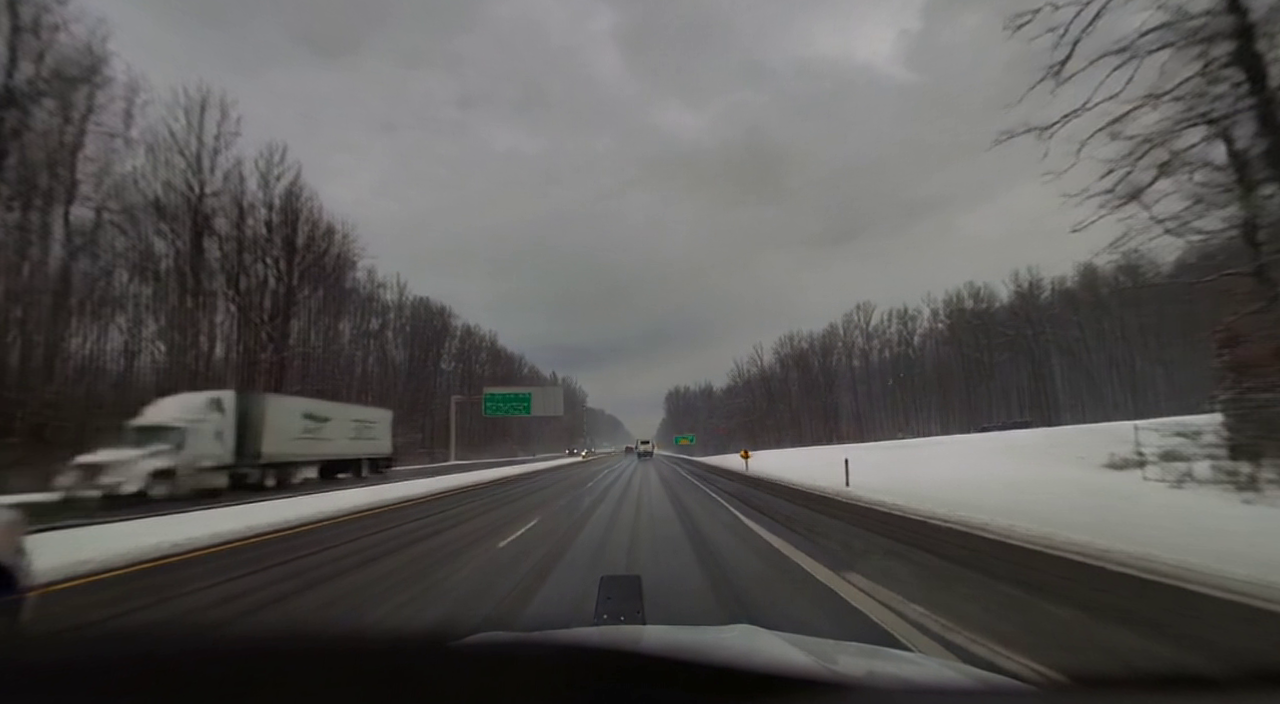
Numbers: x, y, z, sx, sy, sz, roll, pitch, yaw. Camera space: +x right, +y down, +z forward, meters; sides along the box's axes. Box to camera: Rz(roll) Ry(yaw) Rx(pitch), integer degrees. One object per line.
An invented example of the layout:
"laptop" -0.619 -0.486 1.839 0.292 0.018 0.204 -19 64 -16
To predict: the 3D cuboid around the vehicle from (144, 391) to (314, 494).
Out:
"vehicle" -17.489 3.926 27.451 3.114 3.968 5.995 0 -9 0
